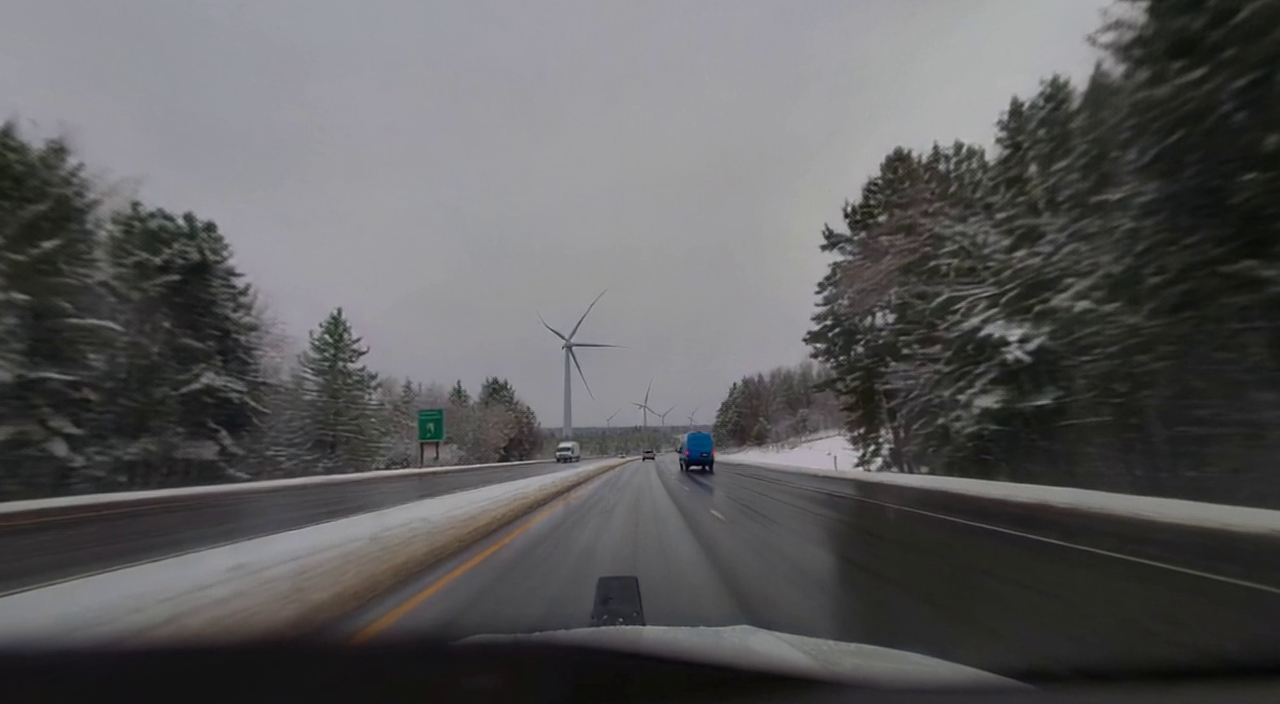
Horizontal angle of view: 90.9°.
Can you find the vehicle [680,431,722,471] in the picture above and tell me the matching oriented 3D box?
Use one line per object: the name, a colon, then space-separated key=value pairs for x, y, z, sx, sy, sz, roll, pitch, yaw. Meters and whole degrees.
vehicle: x=4.404 y=7.293 z=46.571 sx=2.437 sy=2.735 sz=5.507 roll=0 pitch=-9 yaw=-1
